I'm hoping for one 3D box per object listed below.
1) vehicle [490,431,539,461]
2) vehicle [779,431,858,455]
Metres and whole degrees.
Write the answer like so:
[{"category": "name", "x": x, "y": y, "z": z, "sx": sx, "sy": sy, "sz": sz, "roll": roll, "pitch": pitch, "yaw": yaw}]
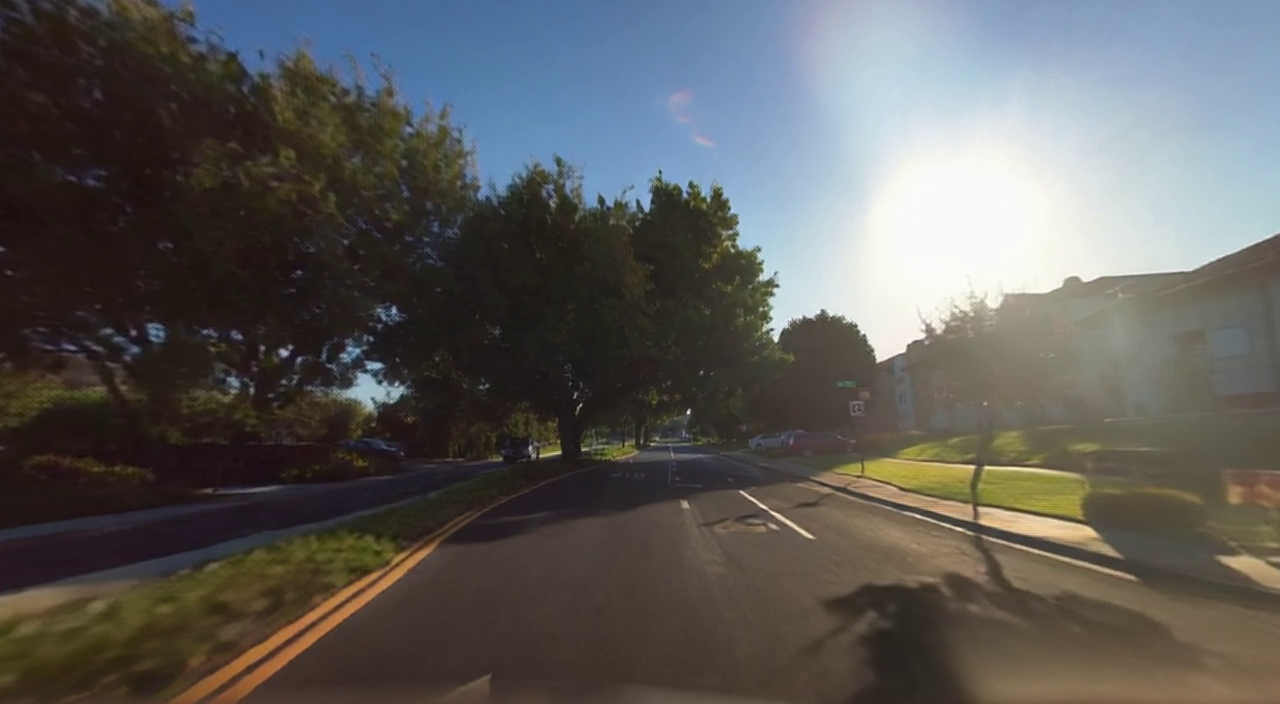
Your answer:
[{"category": "vehicle", "x": -8.176, "y": 6.149, "z": 41.449, "sx": 2.142, "sy": 1.723, "sz": 4.275, "roll": -3, "pitch": -7, "yaw": 2}, {"category": "vehicle", "x": 11.345, "y": 5.814, "z": 40.290, "sx": 4.460, "sy": 1.456, "sz": 1.804, "roll": -1, "pitch": -8, "yaw": 3}]
